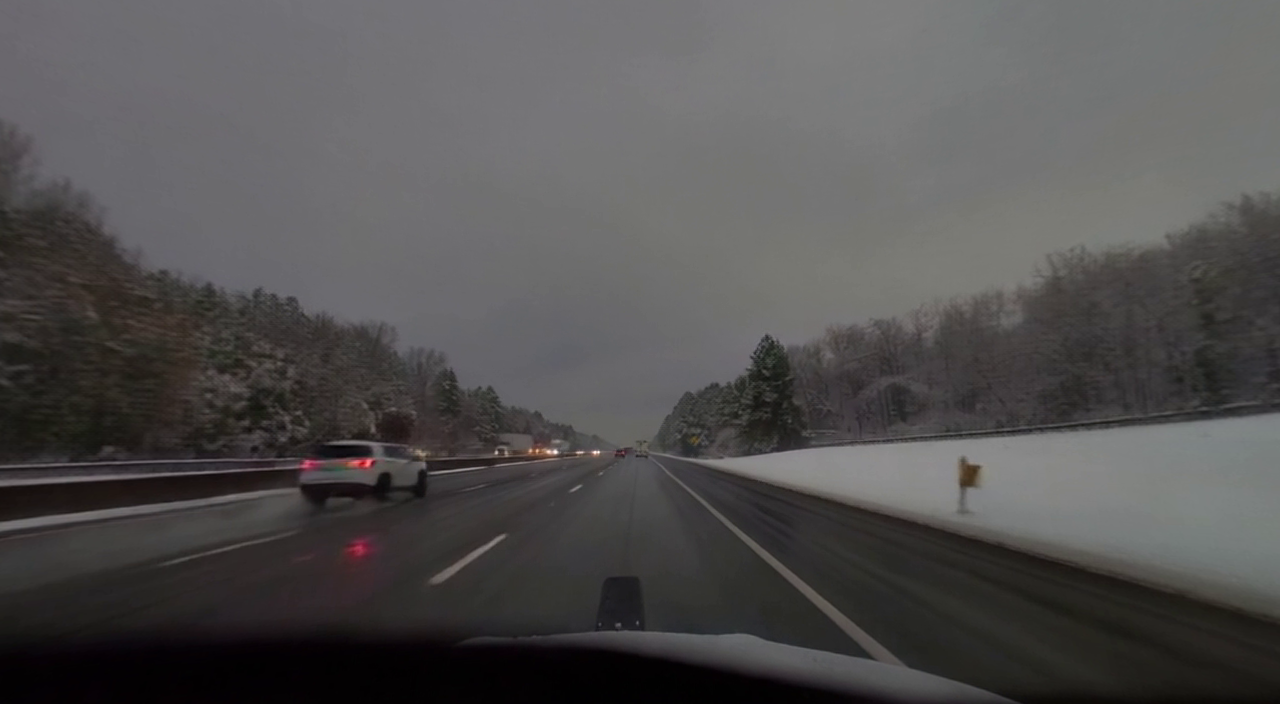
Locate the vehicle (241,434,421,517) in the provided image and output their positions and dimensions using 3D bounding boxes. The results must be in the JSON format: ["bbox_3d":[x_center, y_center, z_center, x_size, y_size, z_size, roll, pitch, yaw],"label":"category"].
[{"bbox_3d":[-7.046,2.847,15.028,2.115,1.664,4.259,0,-9,0],"label":"vehicle"}]
